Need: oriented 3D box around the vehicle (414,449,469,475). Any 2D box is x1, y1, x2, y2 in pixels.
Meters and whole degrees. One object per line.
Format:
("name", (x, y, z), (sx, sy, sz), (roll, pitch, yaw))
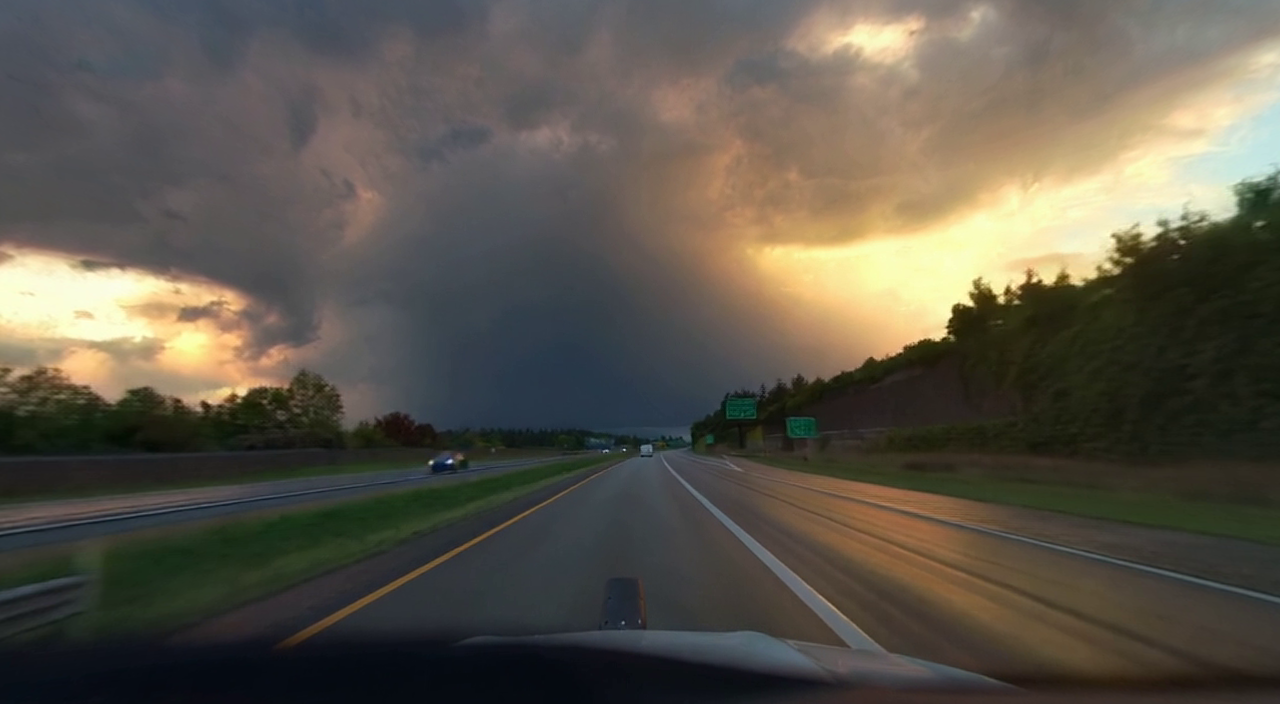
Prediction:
("vehicle", (-12.283, 6.808, 39.223), (1.951, 1.457, 4.151), (0, -9, 2))
